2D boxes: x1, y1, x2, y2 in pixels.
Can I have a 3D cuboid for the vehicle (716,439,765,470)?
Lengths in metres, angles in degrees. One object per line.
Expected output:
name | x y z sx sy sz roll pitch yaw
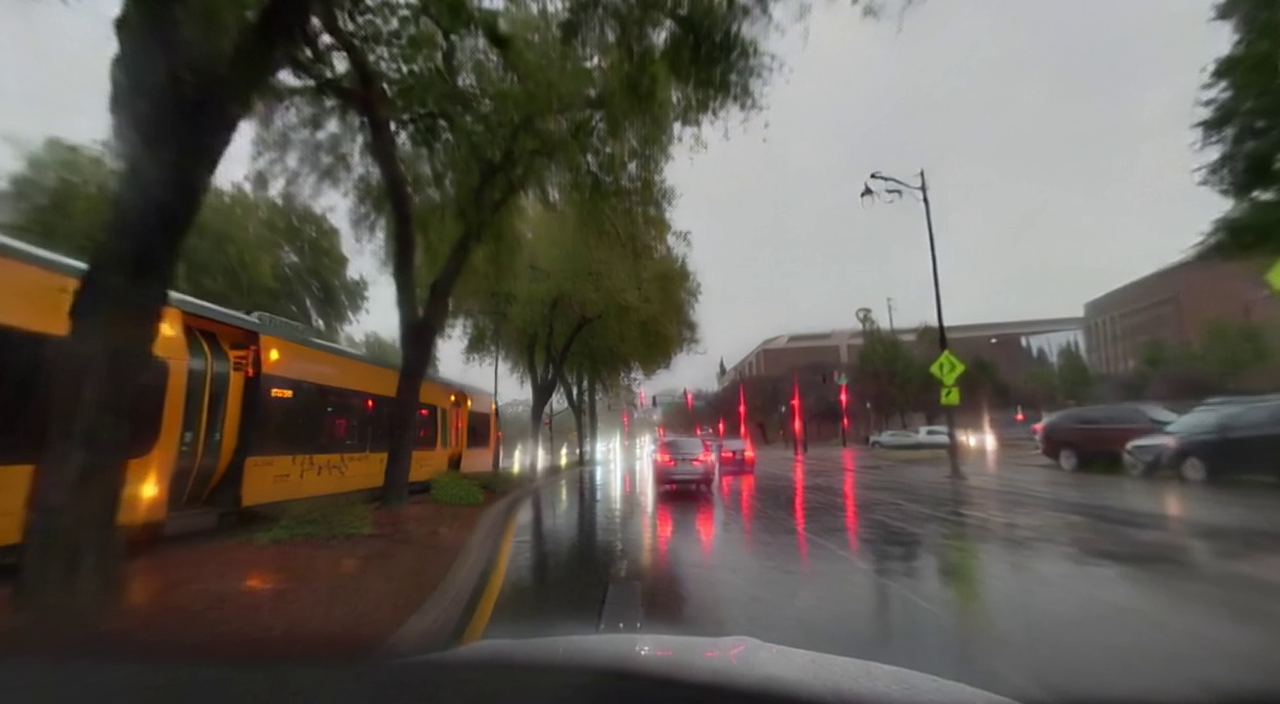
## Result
vehicle | 5.125 5.278 32.760 1.944 1.447 4.392 0 -8 1

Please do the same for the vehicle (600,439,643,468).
vehicle | -0.985 5.653 35.361 2.118 1.478 4.076 0 -8 2

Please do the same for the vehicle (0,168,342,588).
vehicle | -7.160 0.121 4.707 2.897 3.700 13.528 0 -7 2

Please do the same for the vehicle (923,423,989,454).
vehicle | 20.675 5.701 41.529 2.116 1.937 4.515 -1 -8 3

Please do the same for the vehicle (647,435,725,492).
vehicle | 1.235 3.195 18.527 2.002 1.471 4.337 0 -8 2

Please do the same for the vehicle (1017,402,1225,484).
vehicle | 14.441 2.729 19.596 2.221 2.116 5.535 -1 -6 2

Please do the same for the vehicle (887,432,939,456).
vehicle | 18.142 6.127 42.165 1.831 1.545 3.872 0 -8 1

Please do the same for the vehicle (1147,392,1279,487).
vehicle | 14.133 1.867 13.465 2.145 1.911 5.581 -1 -8 3
